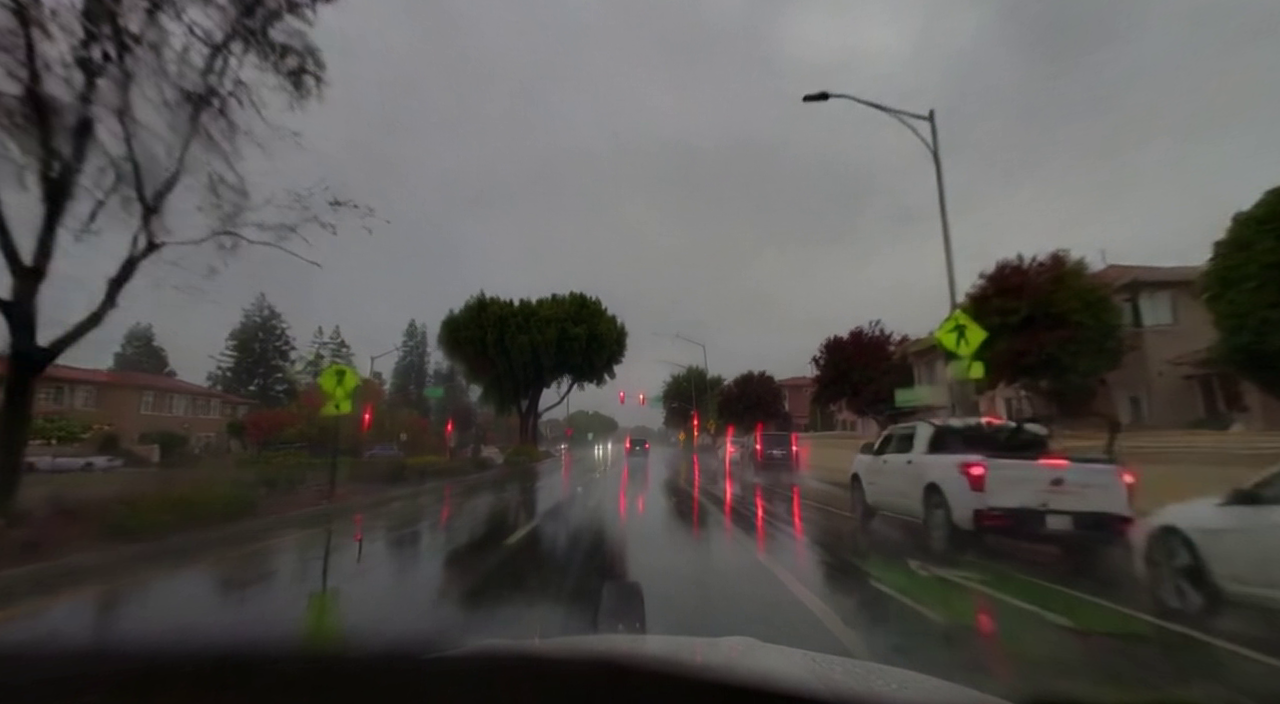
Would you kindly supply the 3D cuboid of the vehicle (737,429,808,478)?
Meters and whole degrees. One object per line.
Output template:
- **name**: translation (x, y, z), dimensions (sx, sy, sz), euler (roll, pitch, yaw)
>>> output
- **vehicle**: translation (5.593, 4.344, 27.315), dimensions (2.008, 1.930, 4.919), euler (0, -8, 1)

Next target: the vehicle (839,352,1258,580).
- **vehicle**: translation (5.480, 1.730, 10.178), dimensions (2.324, 2.468, 6.422), euler (1, -9, -1)

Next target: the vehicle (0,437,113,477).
- **vehicle**: translation (-36.533, 6.467, 39.006), dimensions (5.817, 2.386, 2.307), euler (0, -9, 0)

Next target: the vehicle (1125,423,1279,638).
- **vehicle**: translation (5.766, 1.208, 3.858), dimensions (1.940, 1.584, 4.553), euler (1, -9, 0)
